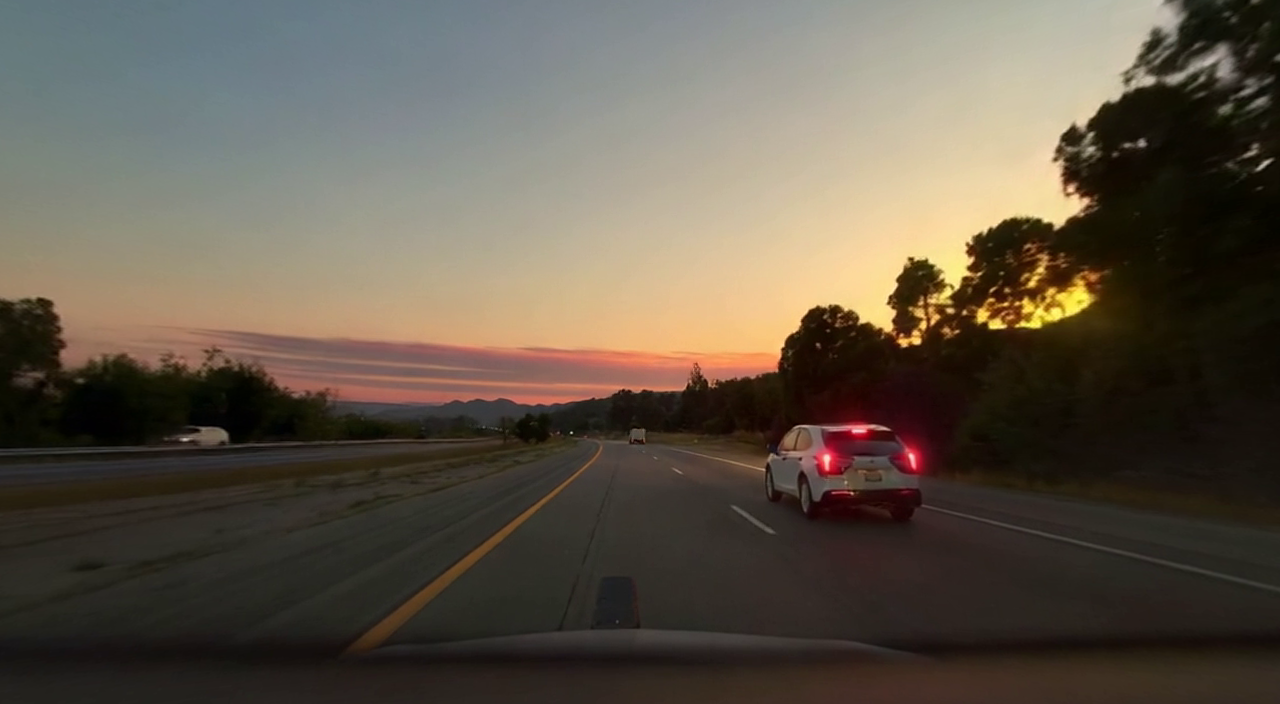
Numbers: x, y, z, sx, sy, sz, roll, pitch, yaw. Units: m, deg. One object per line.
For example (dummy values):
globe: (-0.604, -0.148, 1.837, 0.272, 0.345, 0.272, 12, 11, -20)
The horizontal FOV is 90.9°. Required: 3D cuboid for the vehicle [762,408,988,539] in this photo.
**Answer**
vehicle: (3.432, 1.835, 10.207, 1.941, 1.655, 4.137, 0, -8, -2)
